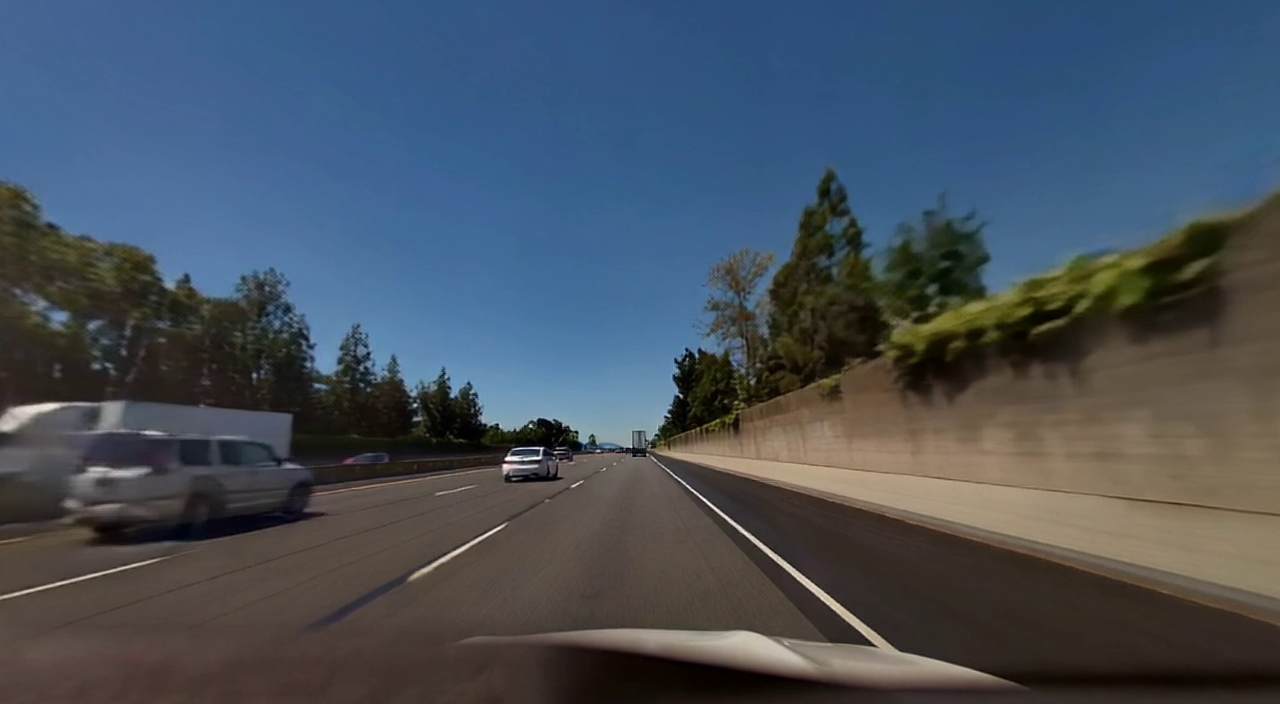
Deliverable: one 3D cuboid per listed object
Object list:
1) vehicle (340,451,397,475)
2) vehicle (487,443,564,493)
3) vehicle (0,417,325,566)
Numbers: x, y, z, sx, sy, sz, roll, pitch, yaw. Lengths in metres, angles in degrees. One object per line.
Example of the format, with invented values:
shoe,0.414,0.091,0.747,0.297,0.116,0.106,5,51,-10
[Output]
vehicle,-17.983,7.359,41.984,1.825,1.459,4.238,-1,-9,1
vehicle,-3.794,3.895,21.509,1.893,1.521,3.742,0,-9,0
vehicle,-7.294,2.011,9.868,2.173,1.722,4.869,0,-9,0
